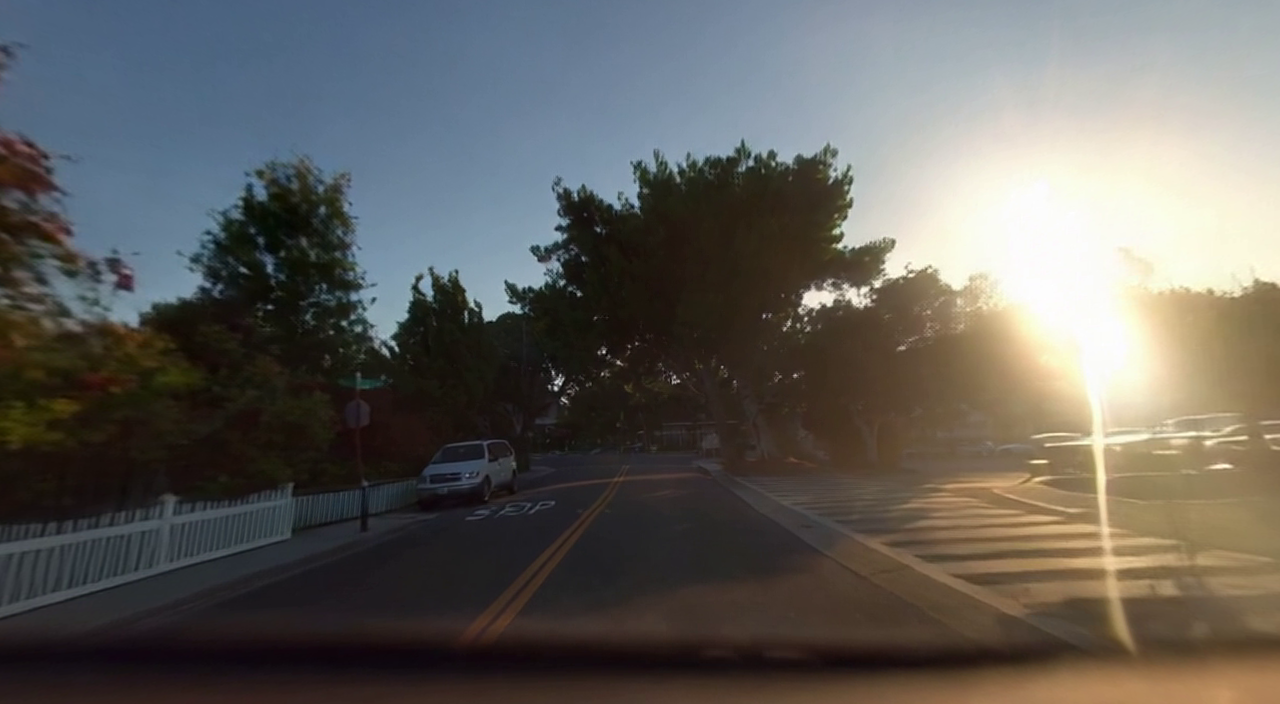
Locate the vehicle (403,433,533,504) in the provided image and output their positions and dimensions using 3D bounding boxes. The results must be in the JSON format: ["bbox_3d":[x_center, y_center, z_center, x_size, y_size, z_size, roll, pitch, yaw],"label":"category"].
[{"bbox_3d":[-5.324,3.656,20.646,2.308,1.899,6.107,-2,-8,3],"label":"vehicle"}]
